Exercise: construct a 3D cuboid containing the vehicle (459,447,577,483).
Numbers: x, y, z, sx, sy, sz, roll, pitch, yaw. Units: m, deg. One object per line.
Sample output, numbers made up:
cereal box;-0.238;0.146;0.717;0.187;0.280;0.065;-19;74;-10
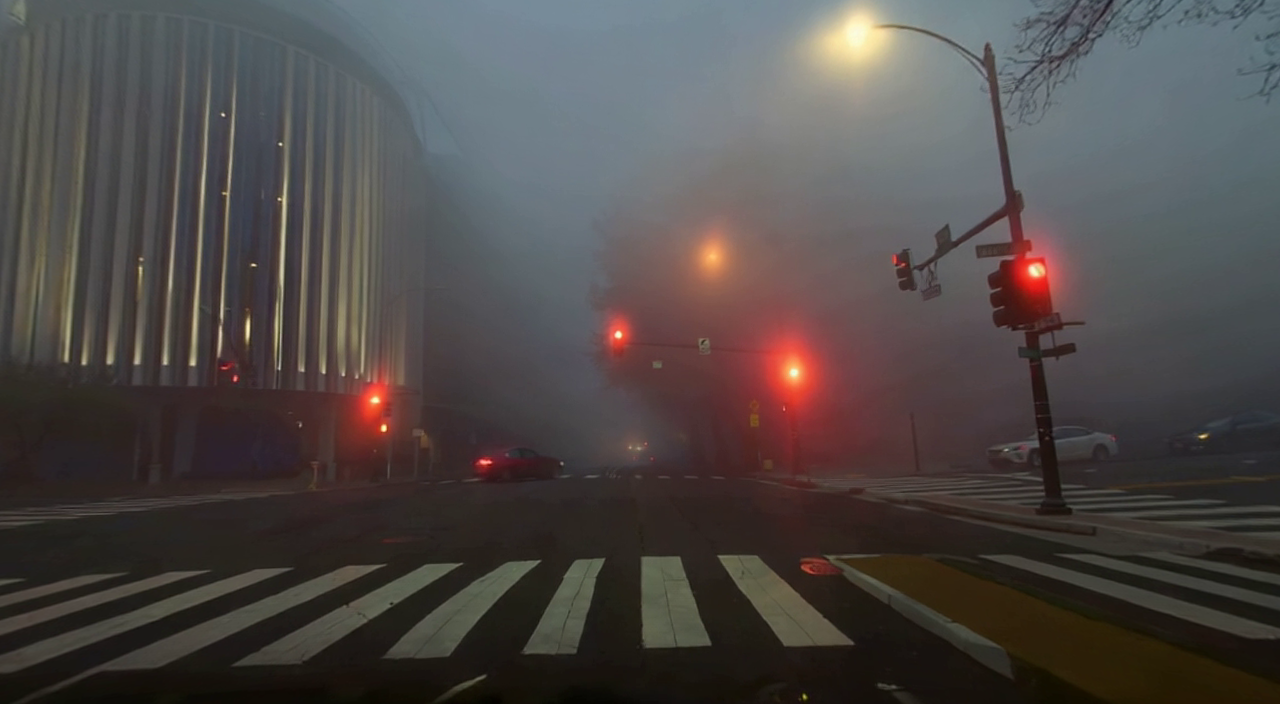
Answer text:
vehicle;-5.342;4.973;28.199;2.088;1.452;4.833;-8;-12;43
